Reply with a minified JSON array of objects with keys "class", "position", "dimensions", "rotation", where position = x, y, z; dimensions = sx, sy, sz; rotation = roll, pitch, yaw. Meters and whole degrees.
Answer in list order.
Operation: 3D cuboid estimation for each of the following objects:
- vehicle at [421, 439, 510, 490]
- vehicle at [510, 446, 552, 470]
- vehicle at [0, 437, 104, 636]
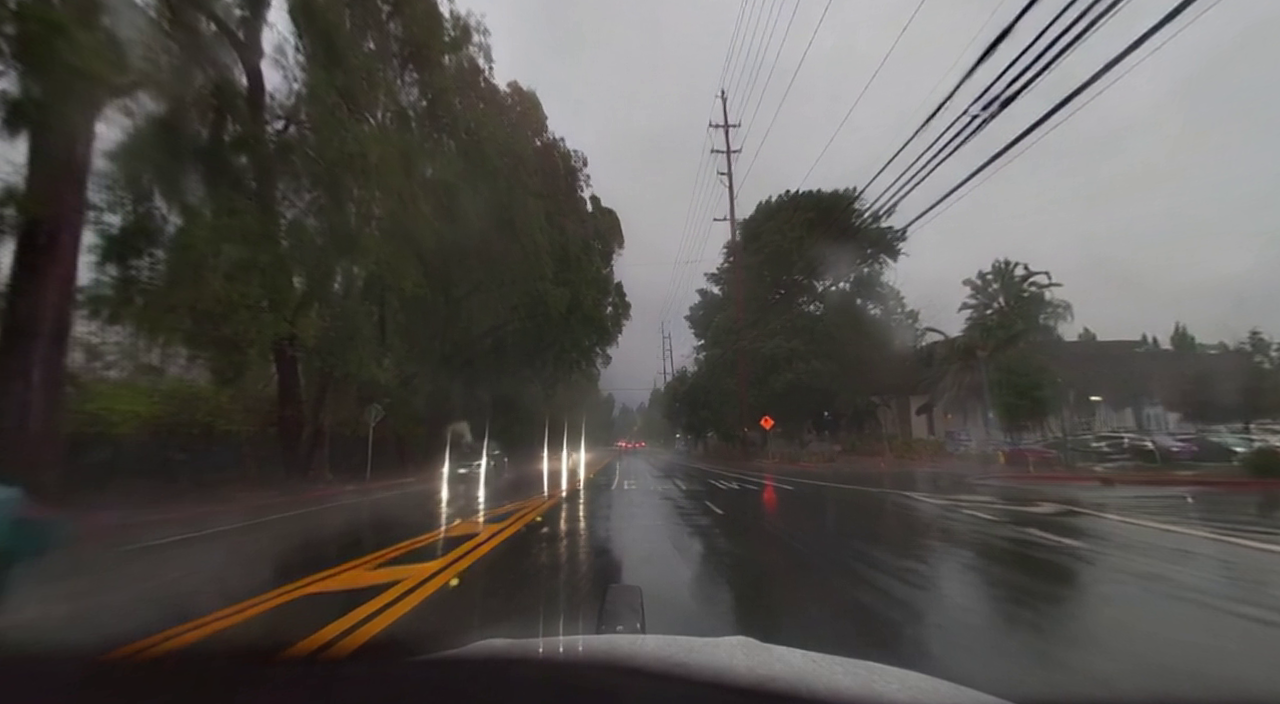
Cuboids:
[{"class":"vehicle","position":[-6.396,4.169,23.800],"dimensions":[2.157,1.711,4.460],"rotation":[0,-9,-1]},{"class":"vehicle","position":[-7.237,7.058,42.348],"dimensions":[2.056,1.516,4.386],"rotation":[0,-9,0]},{"class":"vehicle","position":[-5.789,1.171,3.317],"dimensions":[2.043,1.484,4.532],"rotation":[0,-9,-2]}]
